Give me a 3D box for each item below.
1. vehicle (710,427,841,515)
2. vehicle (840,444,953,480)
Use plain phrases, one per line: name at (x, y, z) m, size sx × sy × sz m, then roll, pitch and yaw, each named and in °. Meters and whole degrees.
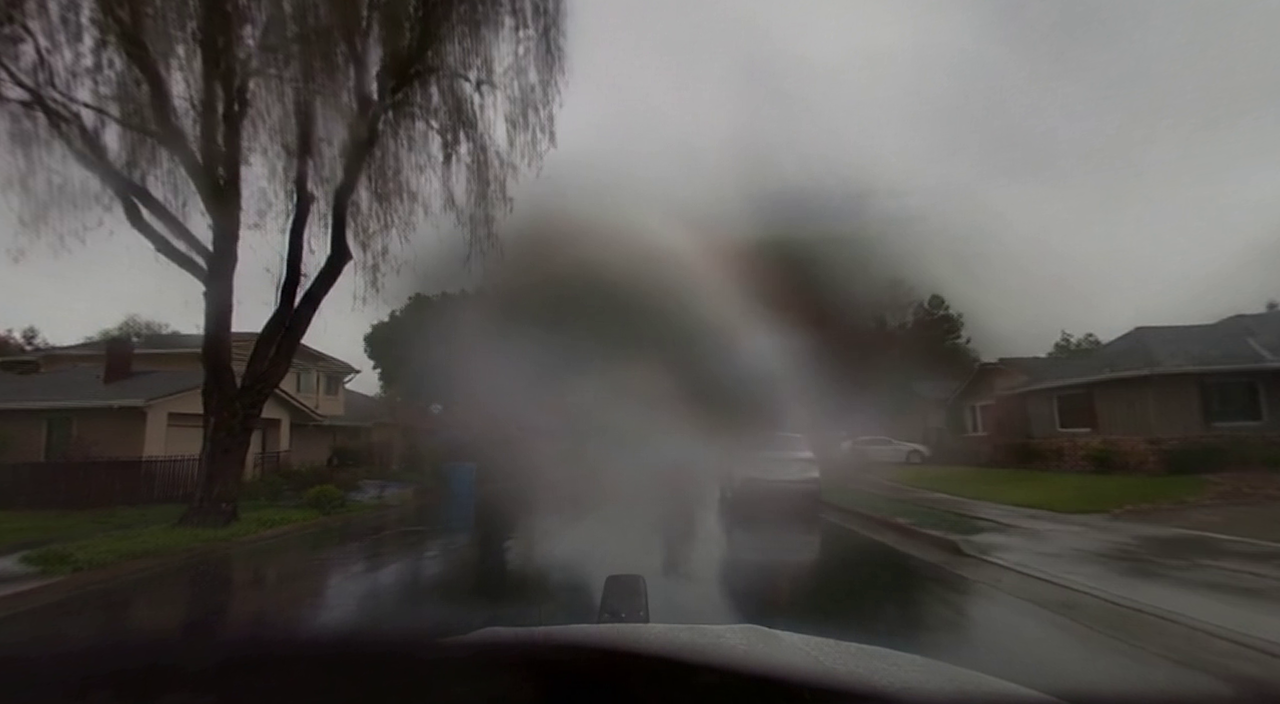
vehicle at (3.021, 2.772, 15.161) m, size 2.163 × 1.760 × 4.591 m, roll 0°, pitch -8°, yaw 0°
vehicle at (11.332, 4.885, 28.089) m, size 4.457 × 1.510 × 1.762 m, roll -3°, pitch -9°, yaw 16°
